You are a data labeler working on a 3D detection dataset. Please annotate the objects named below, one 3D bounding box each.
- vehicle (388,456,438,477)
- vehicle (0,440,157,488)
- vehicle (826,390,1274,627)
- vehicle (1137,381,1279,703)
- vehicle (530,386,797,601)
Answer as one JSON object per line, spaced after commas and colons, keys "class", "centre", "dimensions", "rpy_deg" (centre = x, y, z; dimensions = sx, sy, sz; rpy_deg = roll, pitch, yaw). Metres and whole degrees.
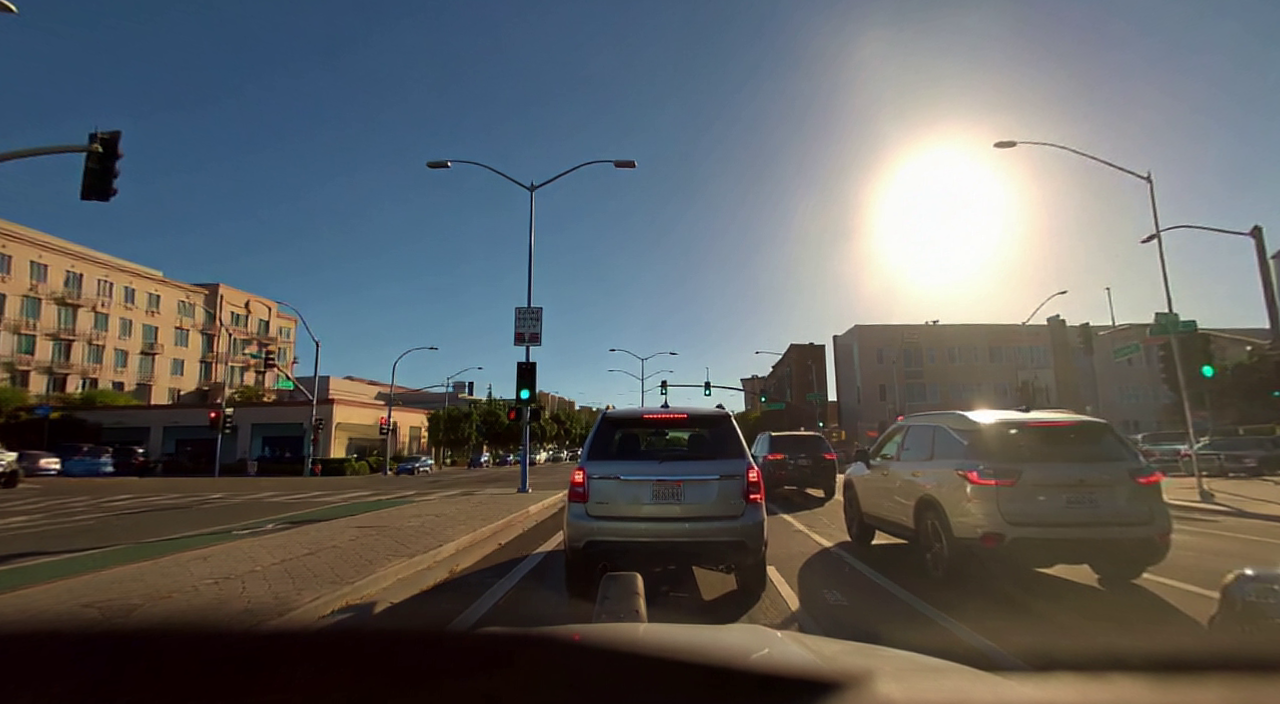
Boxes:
{"class": "vehicle", "centre": [-17.228, 8.672, 48.131], "dimensions": [1.872, 1.477, 3.981], "rpy_deg": [-1, -9, 8]}
{"class": "vehicle", "centre": [-24.553, 4.849, 27.547], "dimensions": [5.062, 1.946, 2.243], "rpy_deg": [0, -9, -1]}
{"class": "vehicle", "centre": [3.605, 1.458, 6.804], "dimensions": [2.018, 1.701, 4.288], "rpy_deg": [0, -9, 2]}
{"class": "vehicle", "centre": [3.103, 0.579, 0.241], "dimensions": [2.056, 1.516, 4.776], "rpy_deg": [0, -9, 2]}
{"class": "vehicle", "centre": [0.248, 1.548, 7.722], "dimensions": [2.292, 1.840, 4.394], "rpy_deg": [0, -9, 1]}
